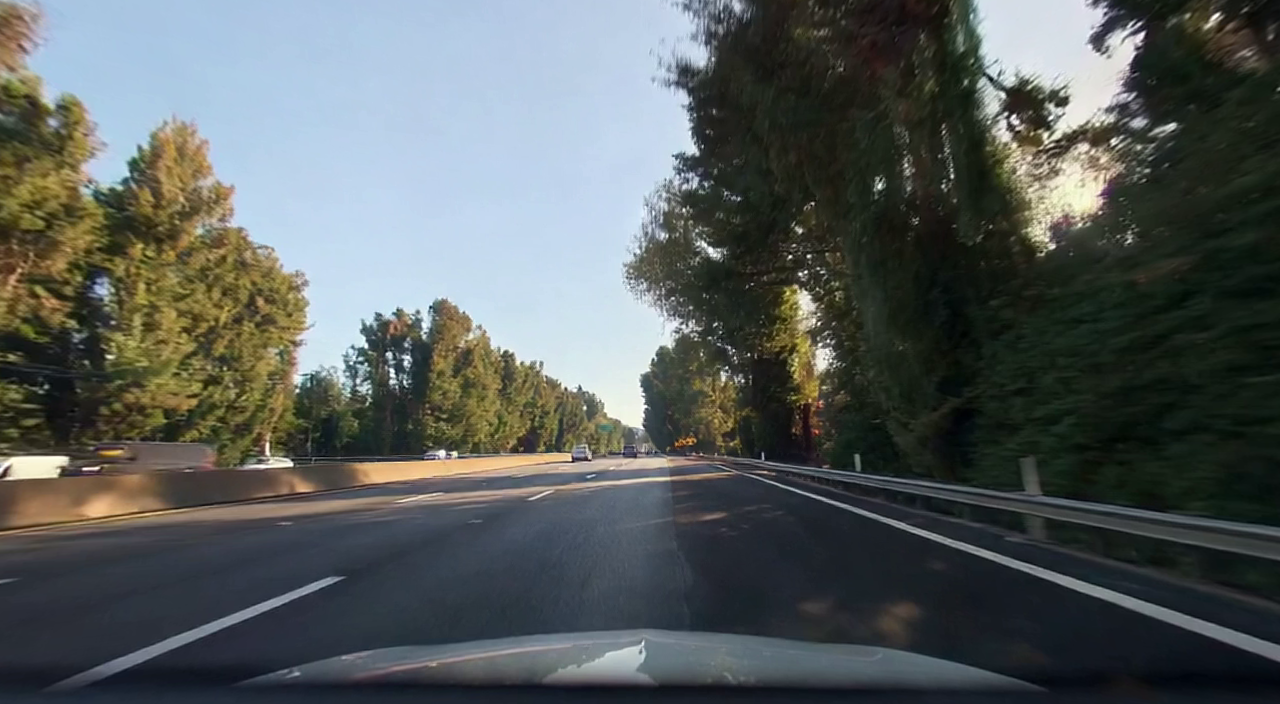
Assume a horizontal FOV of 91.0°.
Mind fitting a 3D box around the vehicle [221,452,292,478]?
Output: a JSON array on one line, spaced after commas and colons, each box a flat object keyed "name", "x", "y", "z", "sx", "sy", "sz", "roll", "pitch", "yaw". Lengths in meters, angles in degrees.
[{"name": "vehicle", "x": -23.929, "y": 7.061, "z": 39.403, "sx": 1.710, "sy": 1.457, "sz": 4.093, "roll": 0, "pitch": -8, "yaw": 3}]

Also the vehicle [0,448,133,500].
[{"name": "vehicle", "x": -39.678, "y": 8.041, "z": 42.495, "sx": 2.804, "sy": 3.028, "sz": 9.309, "roll": 0, "pitch": -8, "yaw": 2}]
